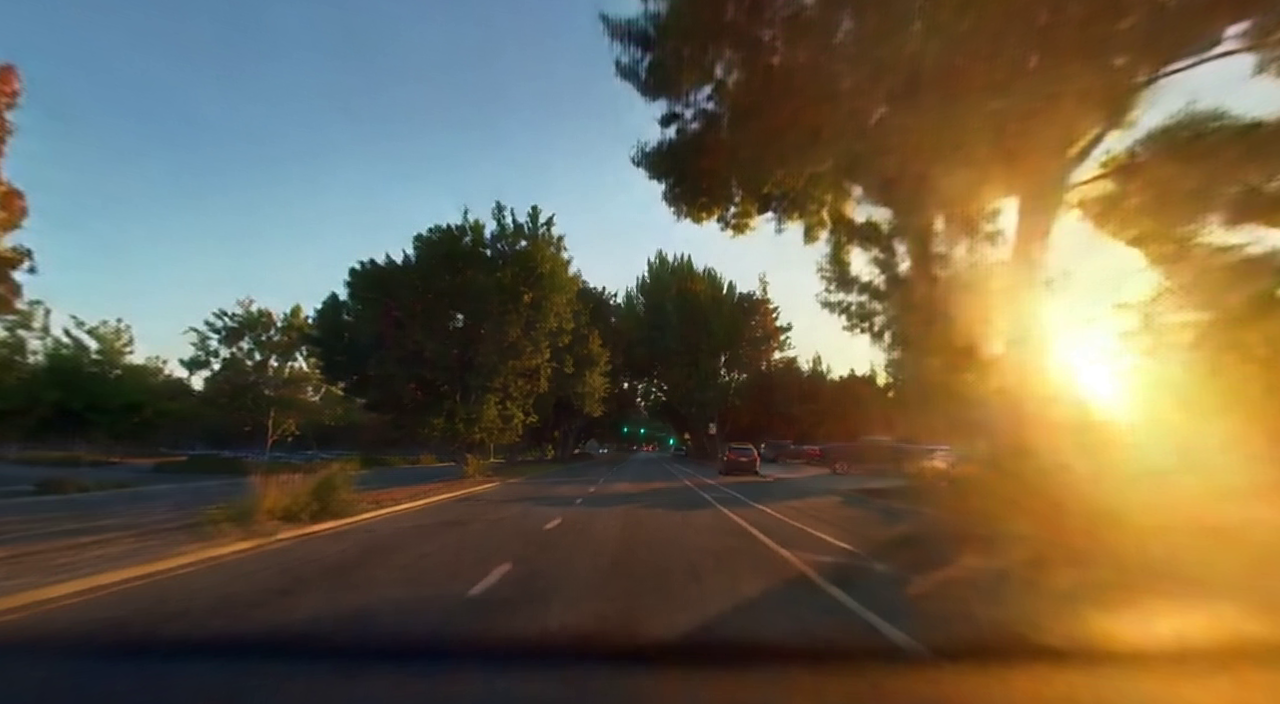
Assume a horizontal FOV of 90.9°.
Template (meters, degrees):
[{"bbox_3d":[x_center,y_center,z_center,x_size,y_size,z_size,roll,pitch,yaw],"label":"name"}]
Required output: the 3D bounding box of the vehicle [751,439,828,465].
[{"bbox_3d":[10.351,7.009,44.075,4.879,1.701,2.095,-1,-10,3],"label":"vehicle"}]

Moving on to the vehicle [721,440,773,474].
[{"bbox_3d":[5.704,5.664,34.215,2.057,1.688,4.596,0,-8,0],"label":"vehicle"}]
